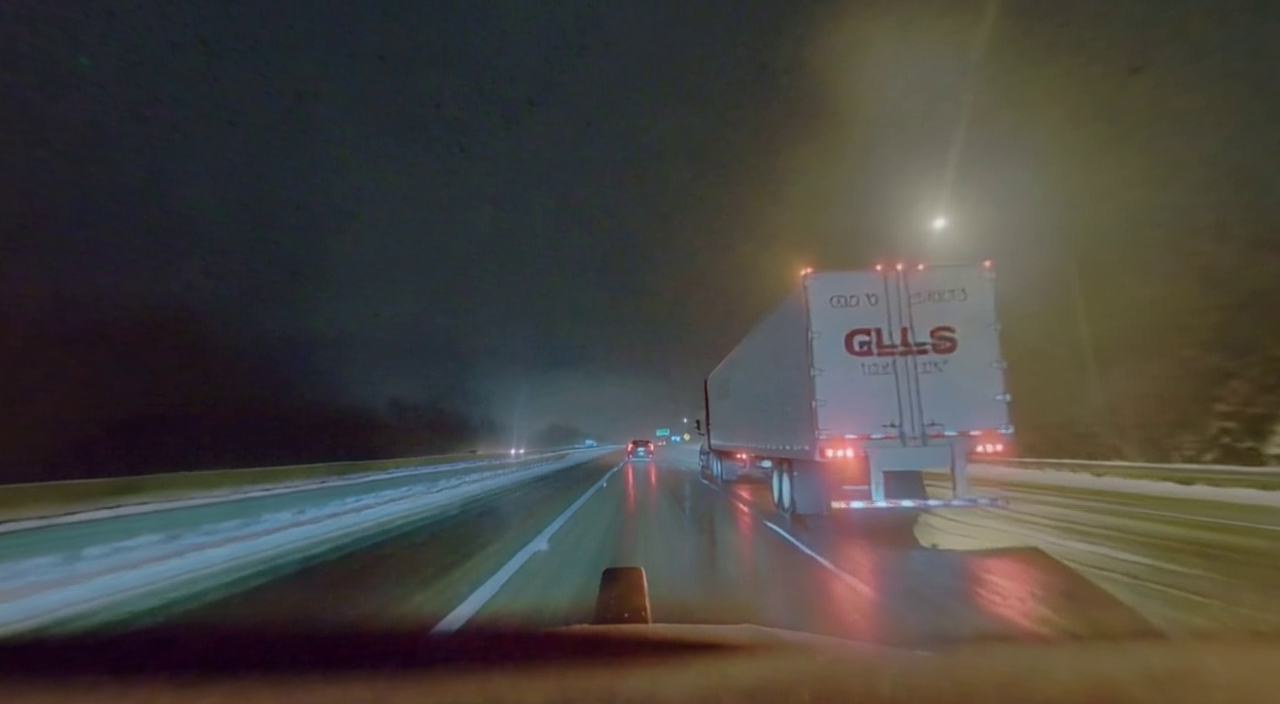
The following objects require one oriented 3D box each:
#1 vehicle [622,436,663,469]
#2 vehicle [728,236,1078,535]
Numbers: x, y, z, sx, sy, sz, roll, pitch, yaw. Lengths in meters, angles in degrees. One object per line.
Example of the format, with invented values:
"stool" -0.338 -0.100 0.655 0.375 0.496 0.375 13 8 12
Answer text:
"vehicle" 0.142 5.328 33.621 2.050 1.654 4.192 0 -8 0
"vehicle" 4.219 1.133 13.675 3.014 4.068 10.359 0 -8 0
